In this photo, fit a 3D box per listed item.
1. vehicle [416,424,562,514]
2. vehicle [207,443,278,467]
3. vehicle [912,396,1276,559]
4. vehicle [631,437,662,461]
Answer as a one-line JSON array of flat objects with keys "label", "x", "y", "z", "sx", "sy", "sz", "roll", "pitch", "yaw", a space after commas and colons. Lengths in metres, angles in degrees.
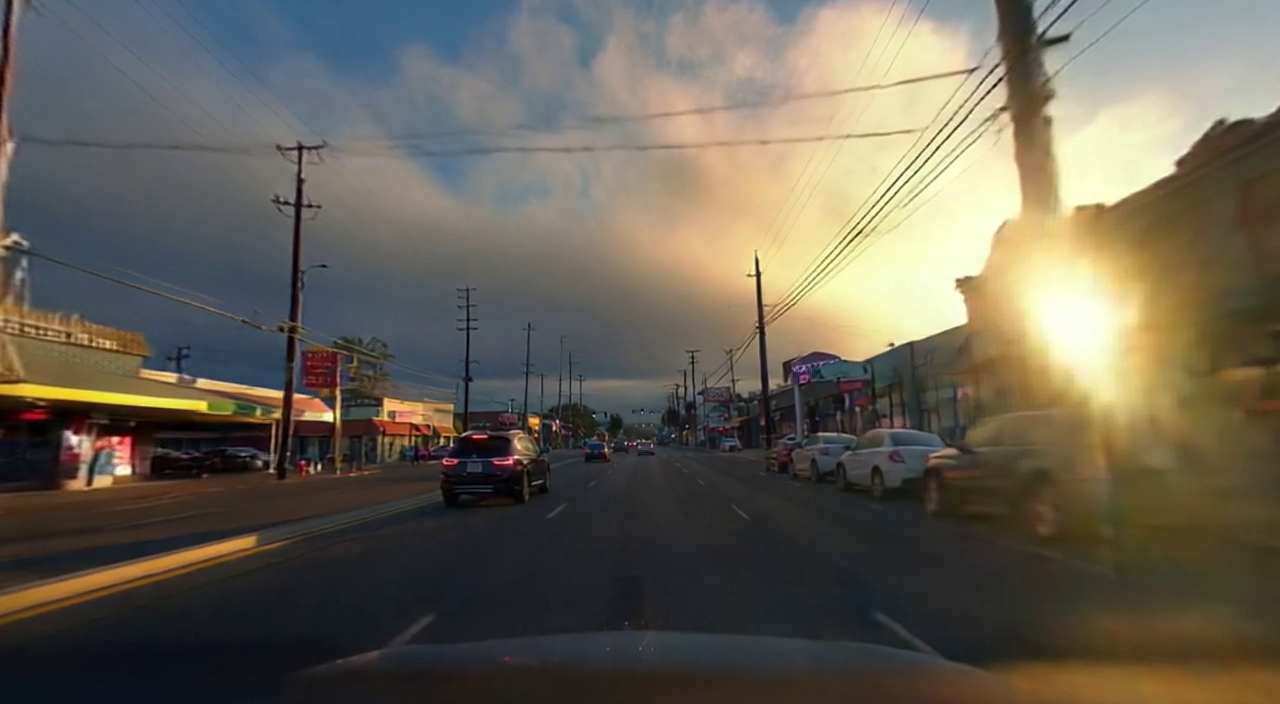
[{"label": "vehicle", "x": -3.081, "y": 2.502, "z": 13.968, "sx": 2.049, "sy": 1.646, "sz": 4.445, "roll": 0, "pitch": -9, "yaw": 1}, {"label": "vehicle", "x": -31.069, "y": 8.061, "z": 49.286, "sx": 4.589, "sy": 1.779, "sz": 2.154, "roll": -3, "pitch": -9, "yaw": 20}, {"label": "vehicle", "x": 6.356, "y": 1.823, "z": 9.818, "sx": 2.128, "sy": 1.900, "sz": 4.724, "roll": 0, "pitch": -9, "yaw": 1}, {"label": "vehicle", "x": 0.401, "y": 6.509, "z": 42.378, "sx": 2.037, "sy": 1.484, "sz": 4.073, "roll": 0, "pitch": -9, "yaw": 0}]
